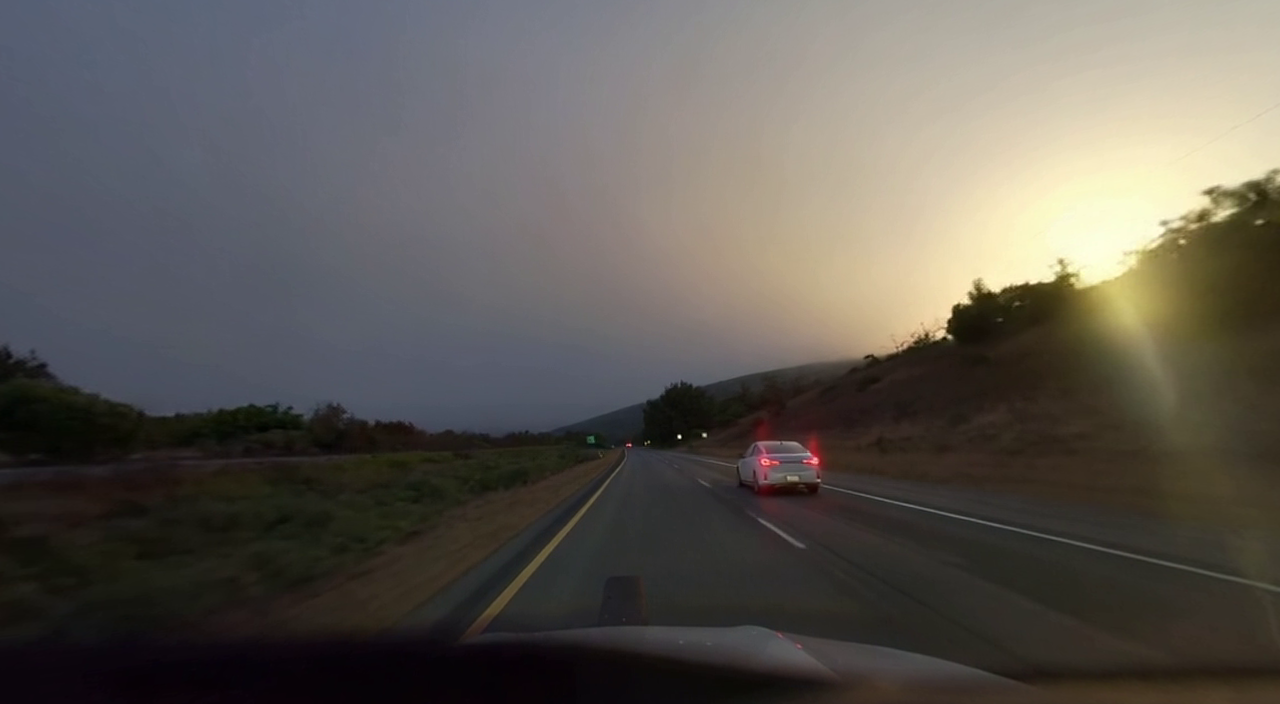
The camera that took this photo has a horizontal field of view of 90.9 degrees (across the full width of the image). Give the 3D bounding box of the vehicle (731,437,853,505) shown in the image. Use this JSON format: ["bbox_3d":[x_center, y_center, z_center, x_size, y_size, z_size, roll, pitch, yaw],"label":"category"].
[{"bbox_3d":[3.667,2.956,16.164,2.003,1.466,4.441,-1,-8,0],"label":"vehicle"}]
